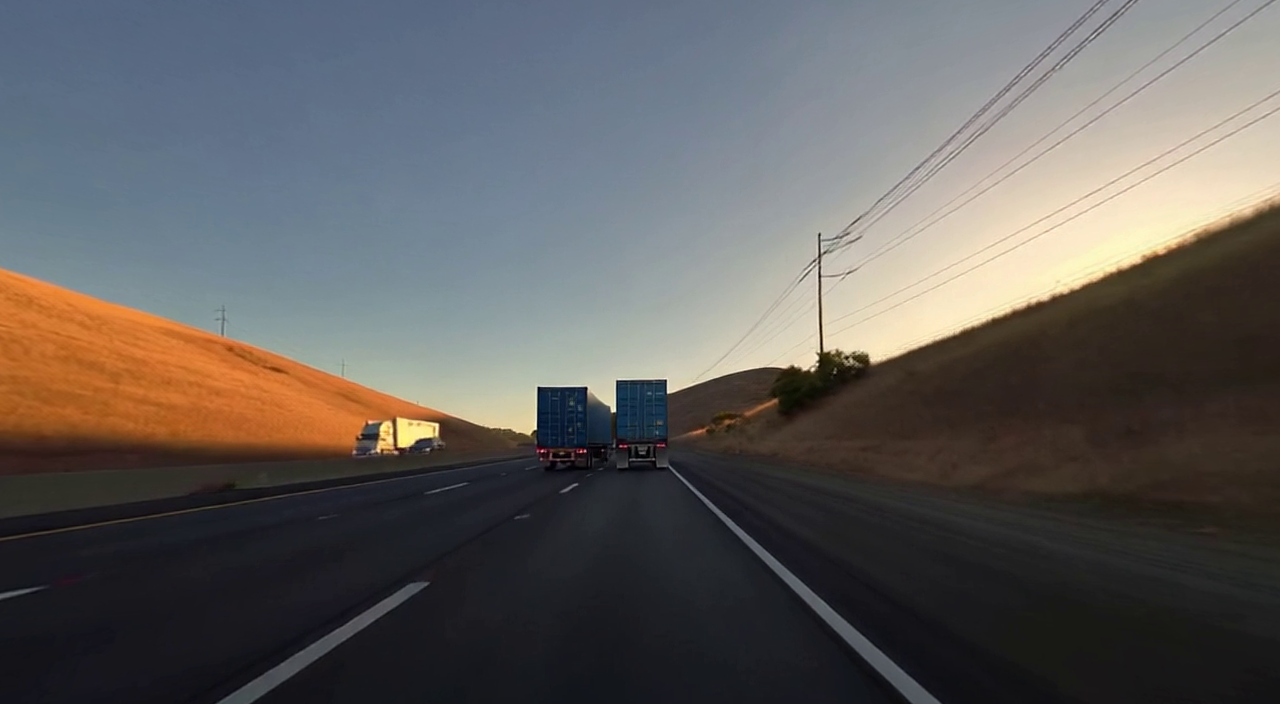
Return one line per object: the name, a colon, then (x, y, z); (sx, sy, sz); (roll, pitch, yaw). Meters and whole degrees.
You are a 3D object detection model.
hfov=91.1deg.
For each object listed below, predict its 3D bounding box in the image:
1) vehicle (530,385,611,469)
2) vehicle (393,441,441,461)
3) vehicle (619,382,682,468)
vehicle: (-3.698, 4.628, 37.614); (3.065, 4.105, 13.706); (0, -8, 1)
vehicle: (-17.211, 7.666, 48.679); (2.010, 1.488, 4.362); (0, -8, 1)
vehicle: (0.380, 4.309, 36.039); (3.006, 4.120, 11.586); (0, -8, -1)
